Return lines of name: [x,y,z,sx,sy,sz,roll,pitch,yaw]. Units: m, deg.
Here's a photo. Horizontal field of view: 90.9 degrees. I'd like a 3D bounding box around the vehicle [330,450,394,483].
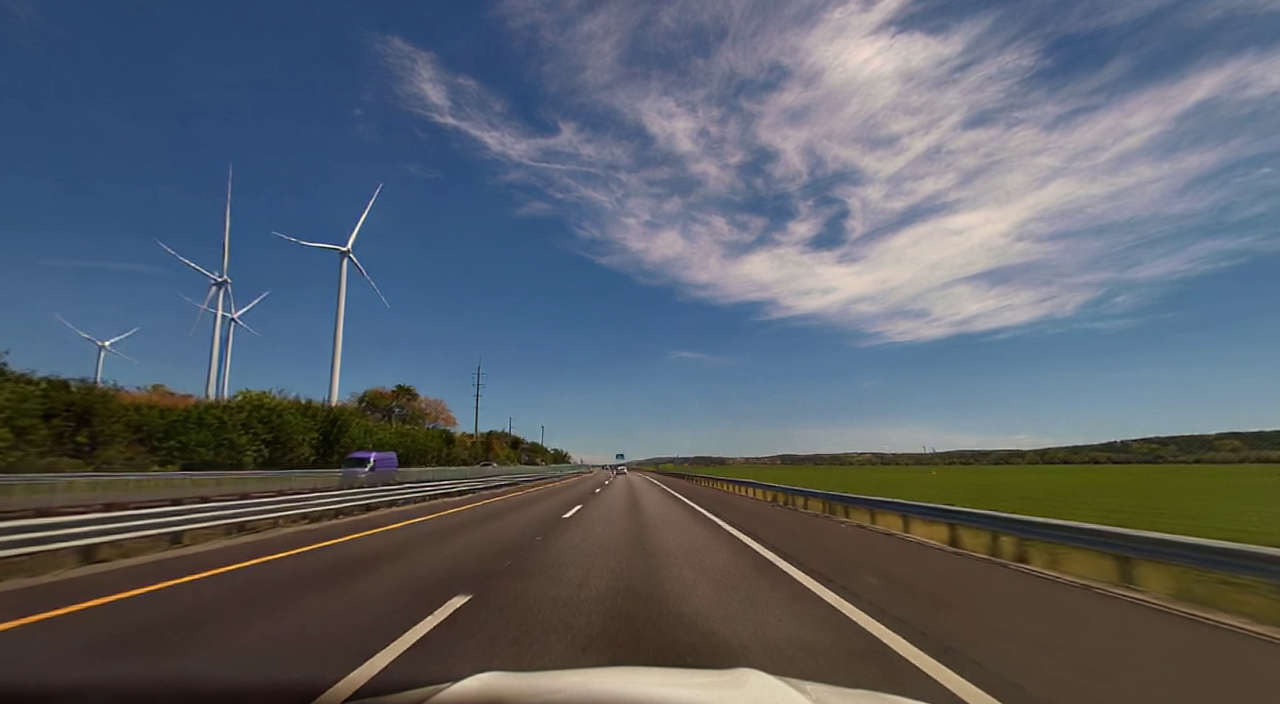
vehicle: [-17.481,7.260,39.936,1.954,1.878,4.658,1,-10,-1]
